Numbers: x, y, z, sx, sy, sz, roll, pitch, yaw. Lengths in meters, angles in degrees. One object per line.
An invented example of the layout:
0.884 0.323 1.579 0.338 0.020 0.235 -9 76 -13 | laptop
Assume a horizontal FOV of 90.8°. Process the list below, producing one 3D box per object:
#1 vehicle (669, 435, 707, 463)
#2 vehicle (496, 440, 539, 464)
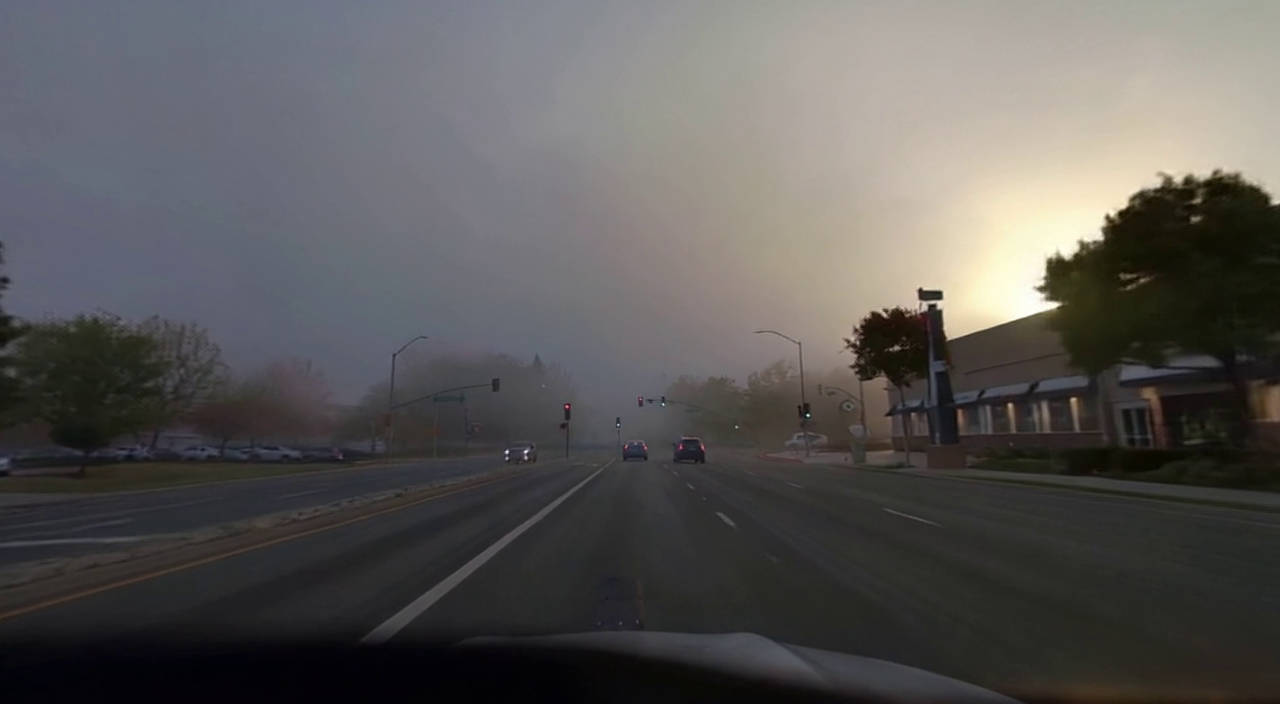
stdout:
3.156 6.457 42.150 2.103 1.726 4.385 0 -9 -1 | vehicle
-8.285 6.816 43.100 1.969 1.526 4.261 0 -9 1 | vehicle
